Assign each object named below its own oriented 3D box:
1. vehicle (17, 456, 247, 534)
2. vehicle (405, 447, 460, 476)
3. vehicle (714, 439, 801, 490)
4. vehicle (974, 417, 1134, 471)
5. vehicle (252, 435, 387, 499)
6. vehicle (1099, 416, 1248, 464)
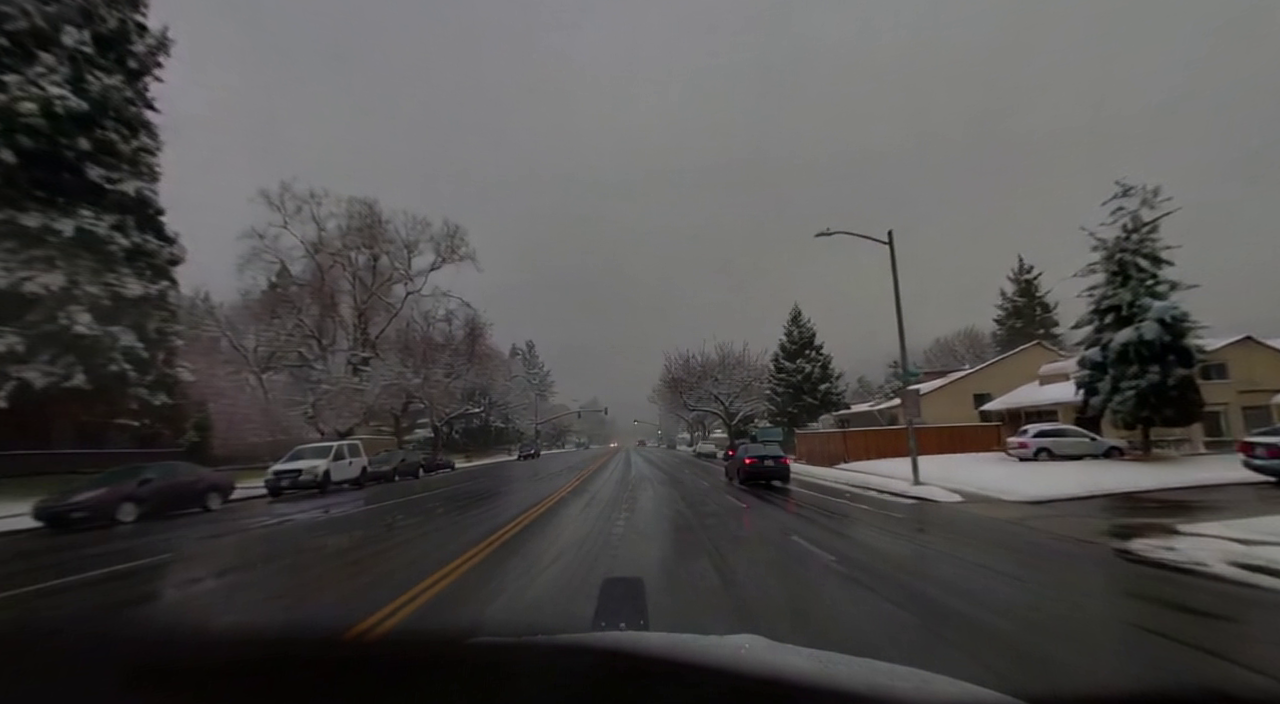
[{"bbox_3d":[-11.537,3.223,14.819,1.829,1.441,4.355,0,-8,-1],"label":"vehicle"},{"bbox_3d":[-12.038,6.360,36.800,1.911,1.524,4.256,0,-9,-2],"label":"vehicle"},{"bbox_3d":[3.787,3.701,21.156,1.956,1.492,4.425,0,-8,-1],"label":"vehicle"},{"bbox_3d":[14.526,3.304,22.569,2.129,1.699,4.906,0,-9,-4],"label":"vehicle"},{"bbox_3d":[-11.783,4.248,23.775,2.180,1.953,5.787,-3,-8,-1],"label":"vehicle"},{"bbox_3d":[19.503,3.265,23.288,1.785,1.569,3.933,0,-9,-6],"label":"vehicle"}]
